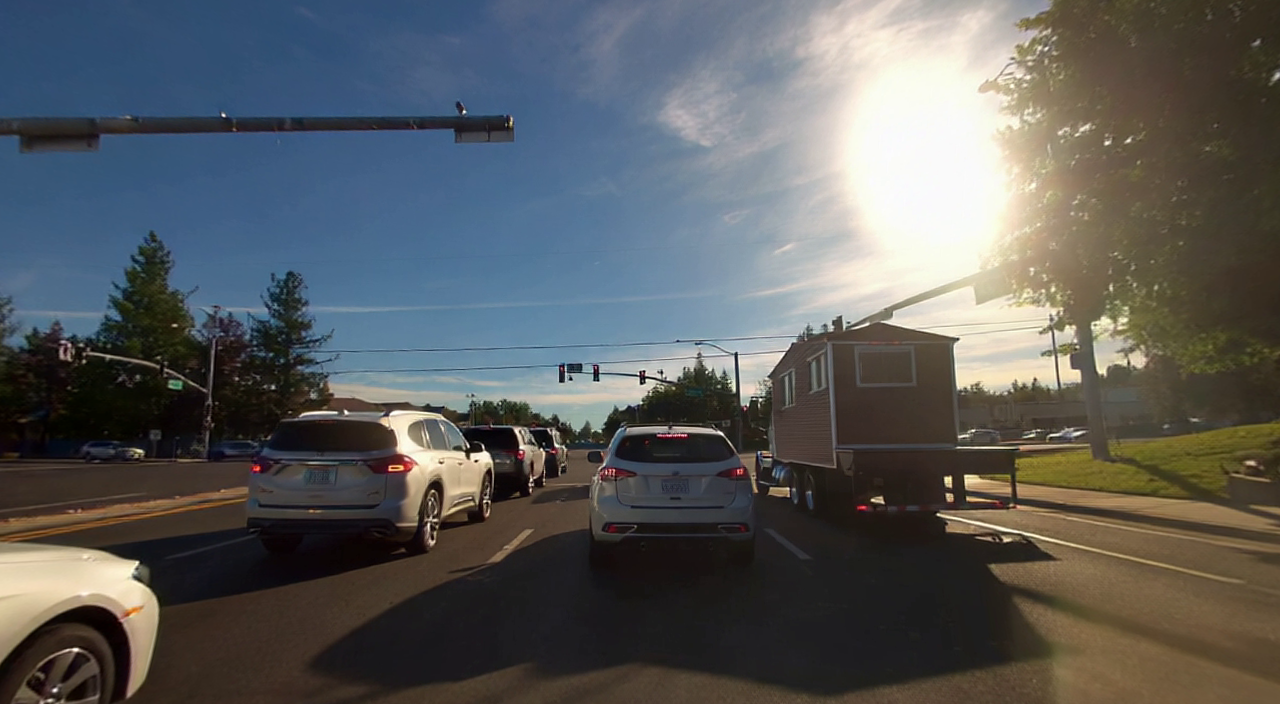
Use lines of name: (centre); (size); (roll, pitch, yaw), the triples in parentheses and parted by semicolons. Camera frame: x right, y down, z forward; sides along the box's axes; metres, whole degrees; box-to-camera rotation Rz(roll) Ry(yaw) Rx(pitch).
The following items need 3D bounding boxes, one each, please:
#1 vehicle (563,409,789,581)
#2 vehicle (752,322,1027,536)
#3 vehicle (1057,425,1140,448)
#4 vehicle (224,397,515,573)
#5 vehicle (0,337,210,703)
vehicle: (0.360, 1.709, 8.306); (2.189, 1.649, 4.171); (0, -9, 0)
vehicle: (3.686, 1.390, 10.984); (2.531, 2.750, 5.595); (0, -9, 1)
vehicle: (33.170, 6.151, 45.879); (4.671, 1.595, 1.824); (-6, -10, 31)
vehicle: (-3.265, 1.715, 8.854); (2.085, 1.812, 4.388); (0, -9, 0)
vehicle: (-3.423, 0.677, 1.483); (1.952, 1.730, 4.116); (0, -9, -1)
